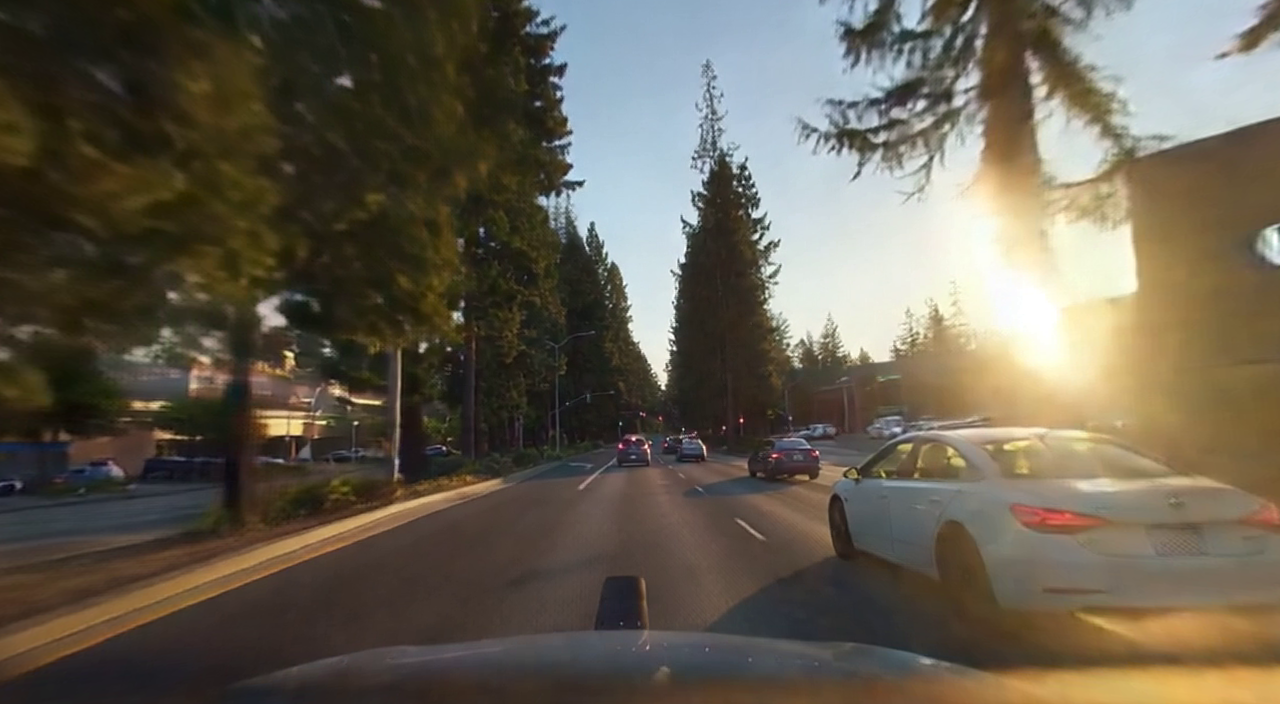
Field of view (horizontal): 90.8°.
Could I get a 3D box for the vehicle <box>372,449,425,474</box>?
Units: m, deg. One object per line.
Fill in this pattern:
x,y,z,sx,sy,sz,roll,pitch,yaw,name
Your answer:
-17.245,7.823,45.278,1.984,1.492,4.677,-5,-8,-1,vehicle

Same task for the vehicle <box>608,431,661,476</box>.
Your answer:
-0.234,4.398,27.512,2.106,1.798,4.168,0,-8,0,vehicle

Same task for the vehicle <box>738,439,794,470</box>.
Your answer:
6.347,5.208,32.301,1.883,1.452,4.258,0,-8,-1,vehicle

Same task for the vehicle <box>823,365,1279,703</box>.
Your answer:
3.271,1.212,5.137,2.153,1.658,4.485,0,-8,-1,vehicle

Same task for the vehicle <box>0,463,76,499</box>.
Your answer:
-30.325,6.314,30.692,4.058,1.535,1.826,-2,-8,-2,vehicle

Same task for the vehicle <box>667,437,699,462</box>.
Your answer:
3.131,7.159,46.524,2.000,1.745,4.206,0,-8,-1,vehicle
